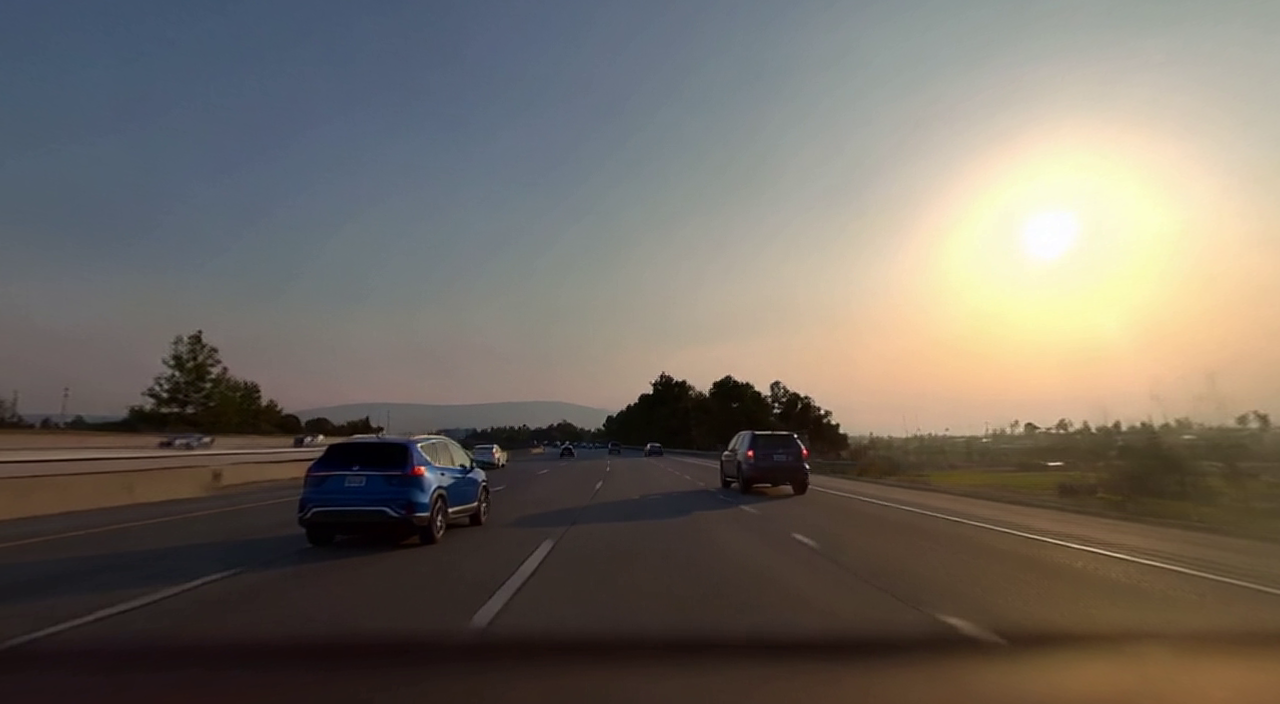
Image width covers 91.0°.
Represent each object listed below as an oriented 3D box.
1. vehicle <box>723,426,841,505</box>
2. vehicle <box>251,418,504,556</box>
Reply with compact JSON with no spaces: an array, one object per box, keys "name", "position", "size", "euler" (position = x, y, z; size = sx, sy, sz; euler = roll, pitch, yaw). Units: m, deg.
[{"name":"vehicle","position":[3.721,3.082,17.533],"size":[2.153,1.860,4.689],"euler":[0,-9,0]},{"name":"vehicle","position":[-3.866,2.070,10.380],"size":[2.214,1.743,4.465],"euler":[0,-9,0]}]
